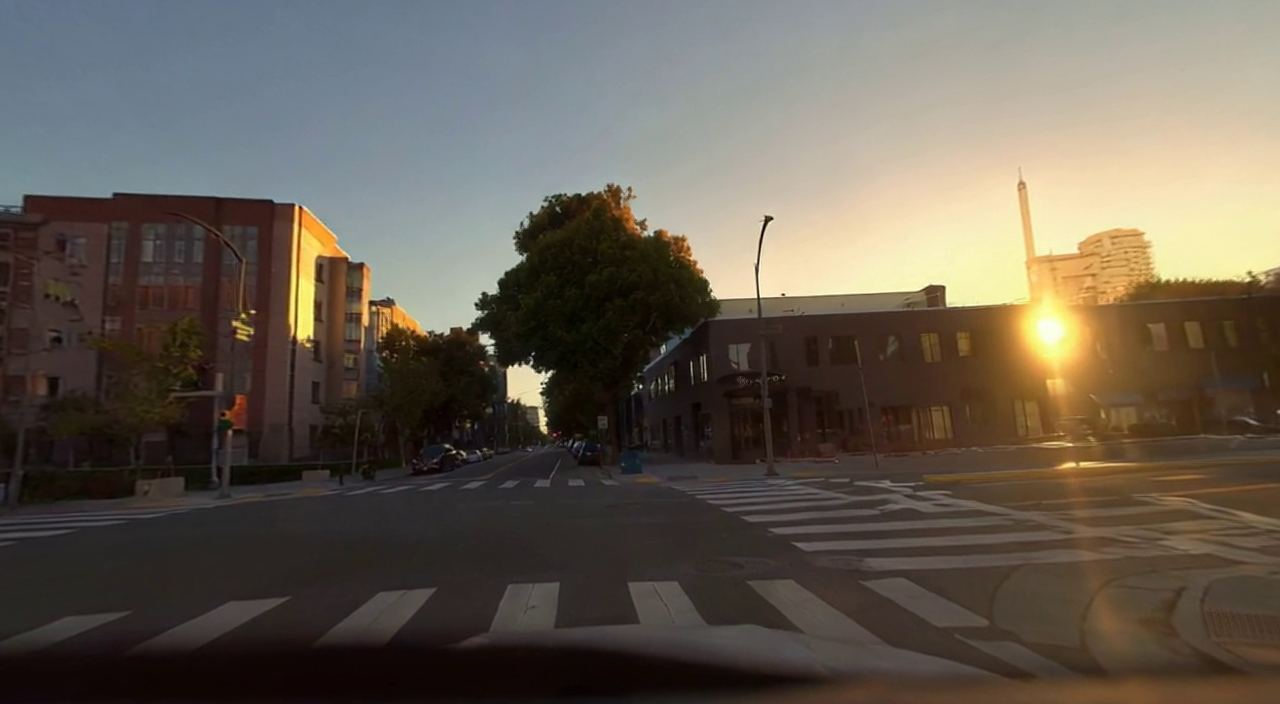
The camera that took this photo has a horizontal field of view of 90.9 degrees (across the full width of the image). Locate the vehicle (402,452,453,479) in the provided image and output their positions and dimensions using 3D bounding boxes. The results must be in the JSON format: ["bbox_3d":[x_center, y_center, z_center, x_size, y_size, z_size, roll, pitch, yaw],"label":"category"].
[{"bbox_3d":[-12.896,6.907,38.530,2.033,1.491,4.298,1,-9,-6],"label":"vehicle"}]
